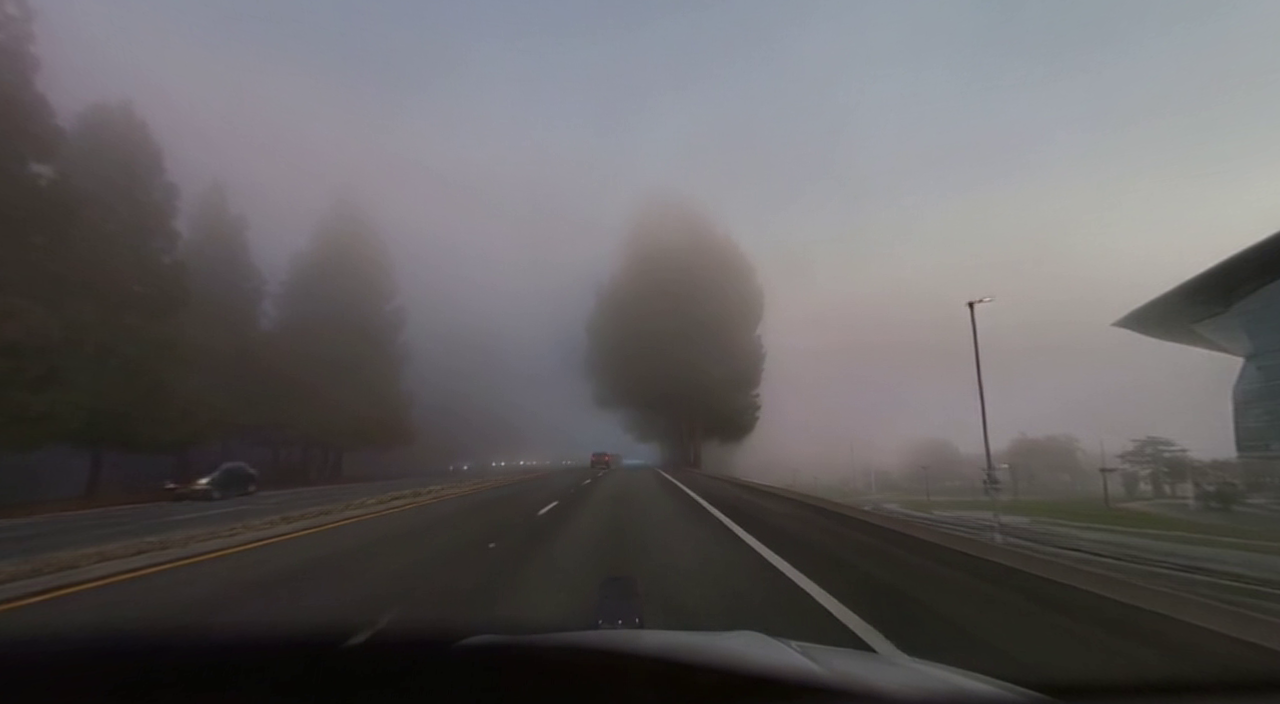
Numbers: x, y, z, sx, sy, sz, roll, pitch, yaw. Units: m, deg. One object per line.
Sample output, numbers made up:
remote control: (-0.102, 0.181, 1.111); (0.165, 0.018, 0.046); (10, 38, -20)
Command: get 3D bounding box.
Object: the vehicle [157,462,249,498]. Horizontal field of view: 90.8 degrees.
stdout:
vehicle: (-22.577, 6.584, 32.840); (1.819, 1.582, 4.164); (0, -8, -1)
